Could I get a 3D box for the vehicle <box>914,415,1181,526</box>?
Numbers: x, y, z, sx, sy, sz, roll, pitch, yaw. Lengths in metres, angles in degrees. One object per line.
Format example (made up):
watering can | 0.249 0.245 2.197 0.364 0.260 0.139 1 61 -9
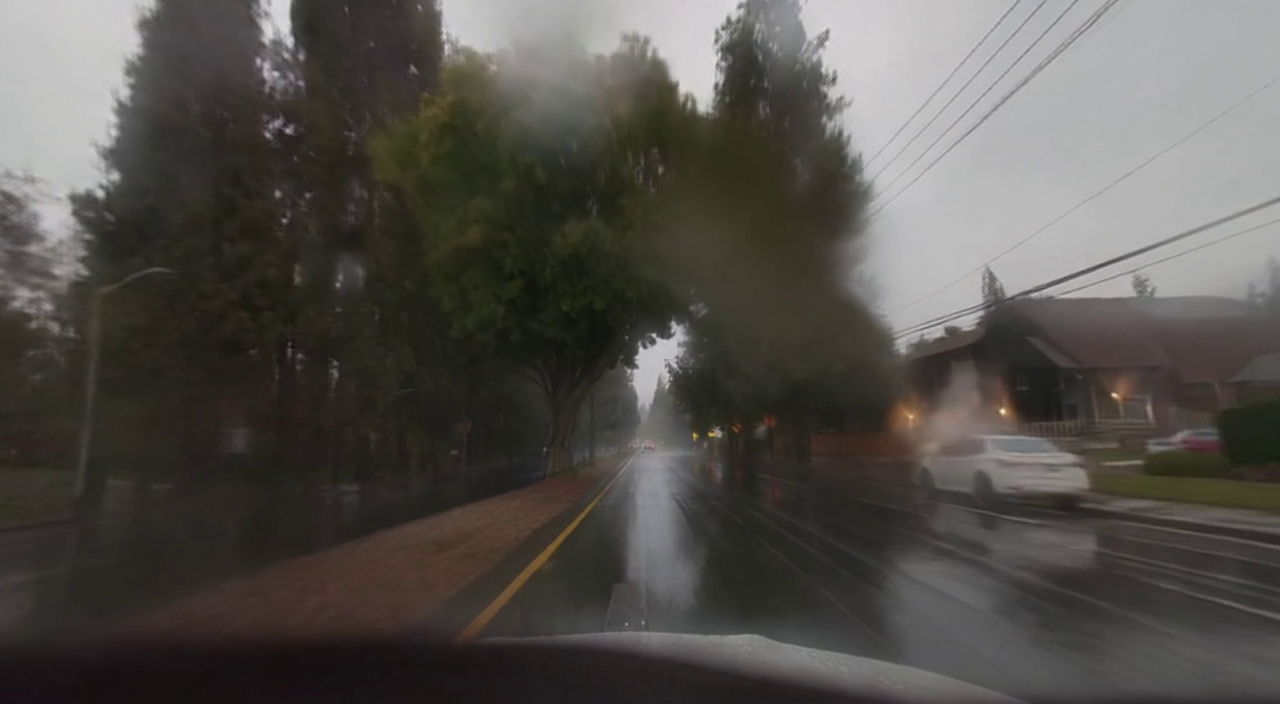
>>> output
vehicle | 7.723 2.295 12.740 2.200 1.783 4.682 -1 -8 -1
